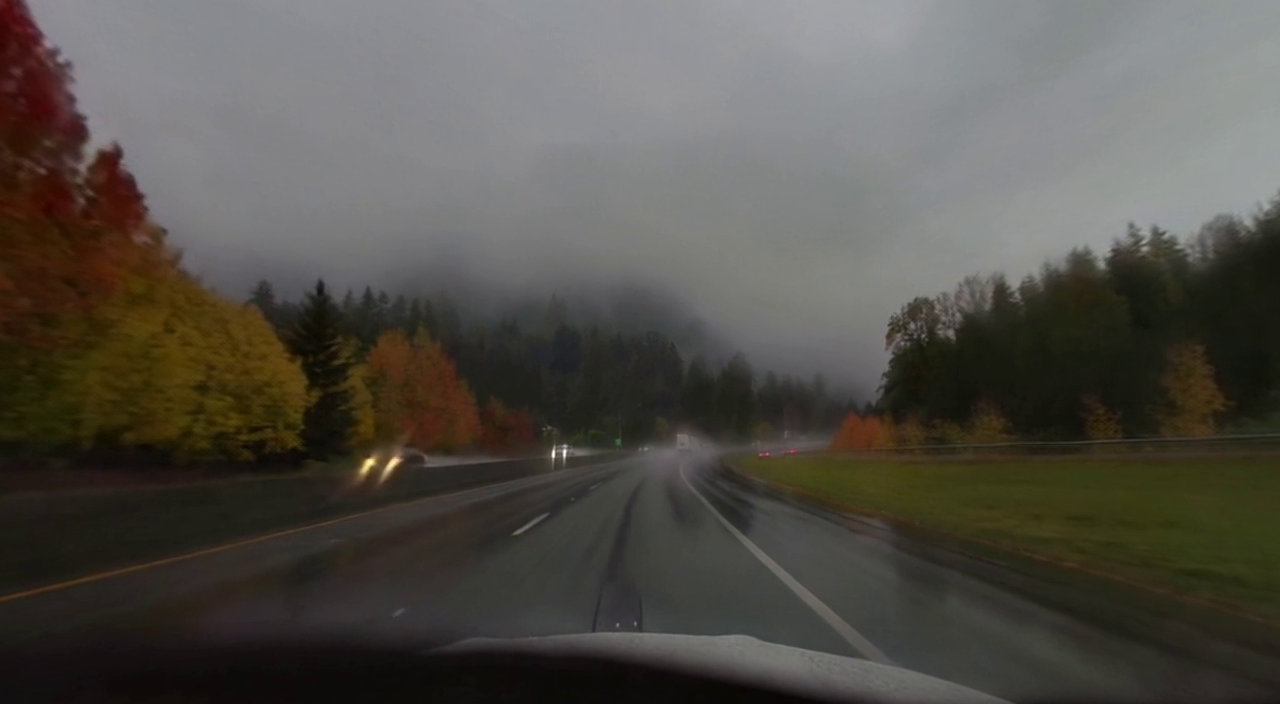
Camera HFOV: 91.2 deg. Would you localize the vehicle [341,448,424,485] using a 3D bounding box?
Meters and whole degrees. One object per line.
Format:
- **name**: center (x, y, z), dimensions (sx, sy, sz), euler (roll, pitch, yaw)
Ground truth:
- **vehicle**: center (-11.824, 5.260, 29.132), dimensions (1.863, 1.543, 4.130), euler (-1, -9, 4)
